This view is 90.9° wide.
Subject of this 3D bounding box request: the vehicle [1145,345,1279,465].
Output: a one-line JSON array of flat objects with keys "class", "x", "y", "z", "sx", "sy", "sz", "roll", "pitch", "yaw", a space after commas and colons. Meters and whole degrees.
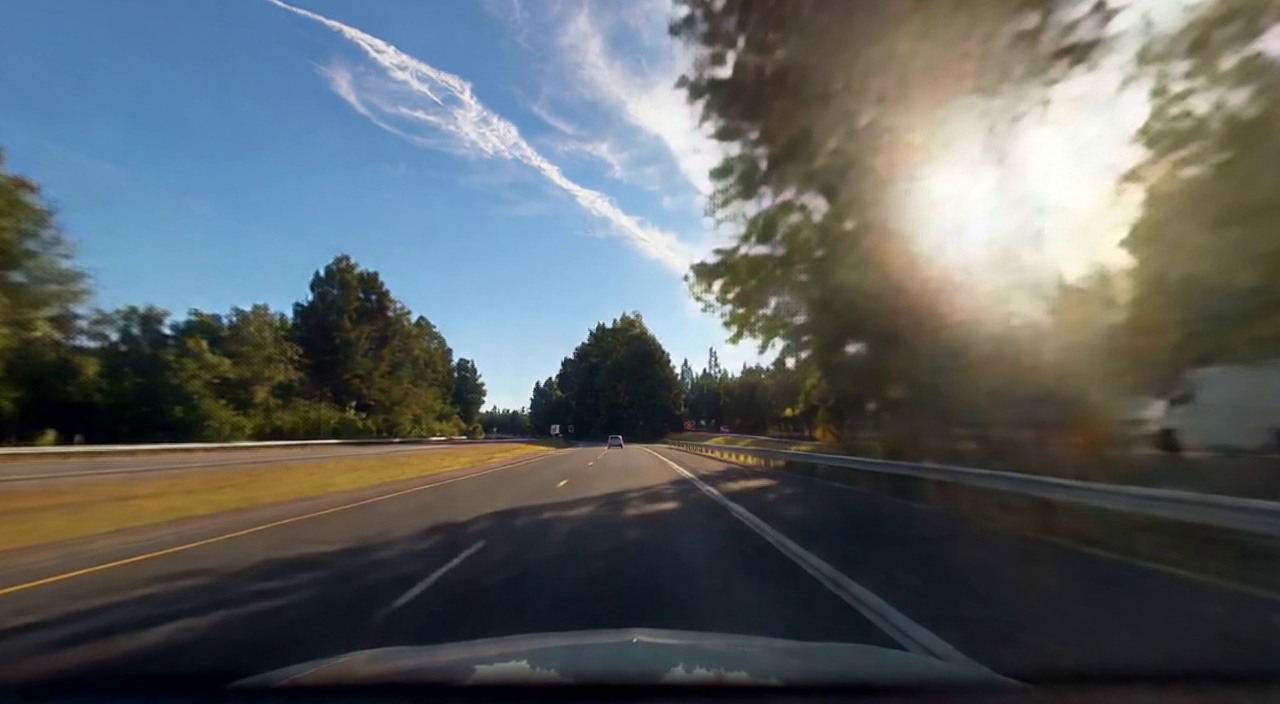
[{"class": "vehicle", "x": 20.244, "y": 1.586, "z": 18.446, "sx": 3.983, "sy": 3.410, "sz": 8.148, "roll": 1, "pitch": -7, "yaw": -2}]
